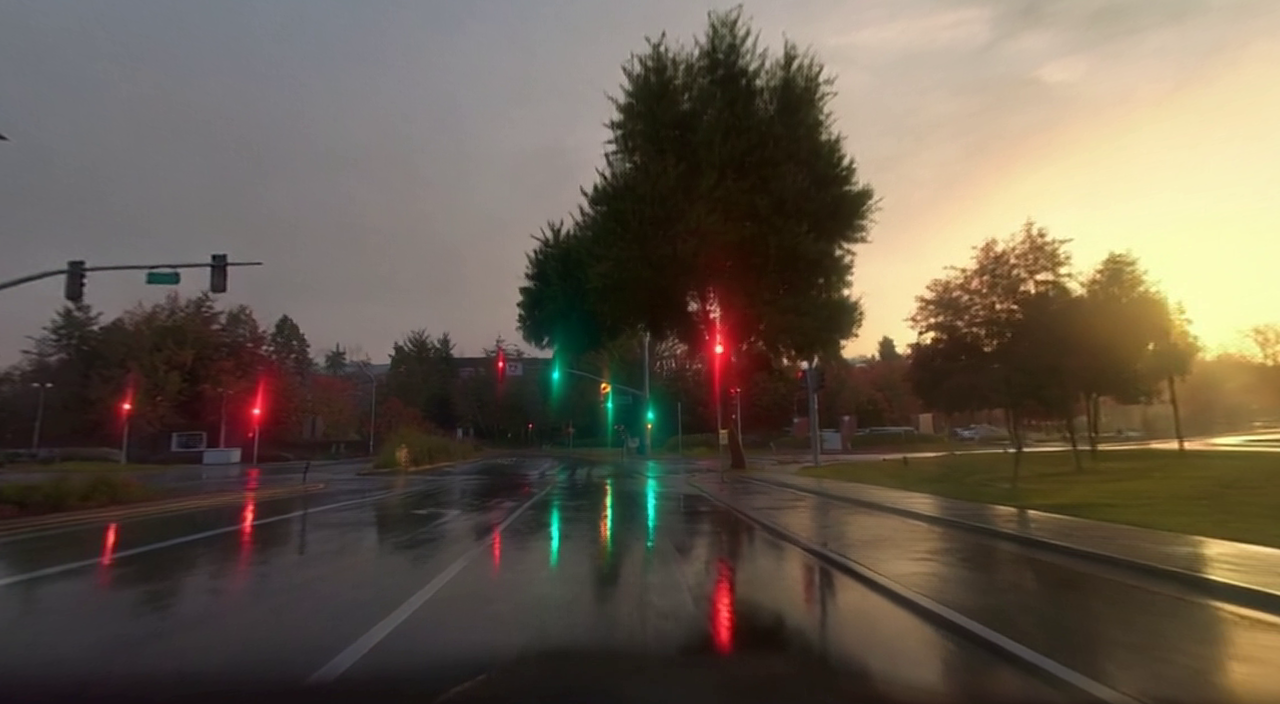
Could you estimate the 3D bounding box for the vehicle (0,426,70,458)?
[{"bbox_3d":[-41.838,6.061,42.257,2.119,2.013,5.475,1,-9,-3],"label":"vehicle"}]
